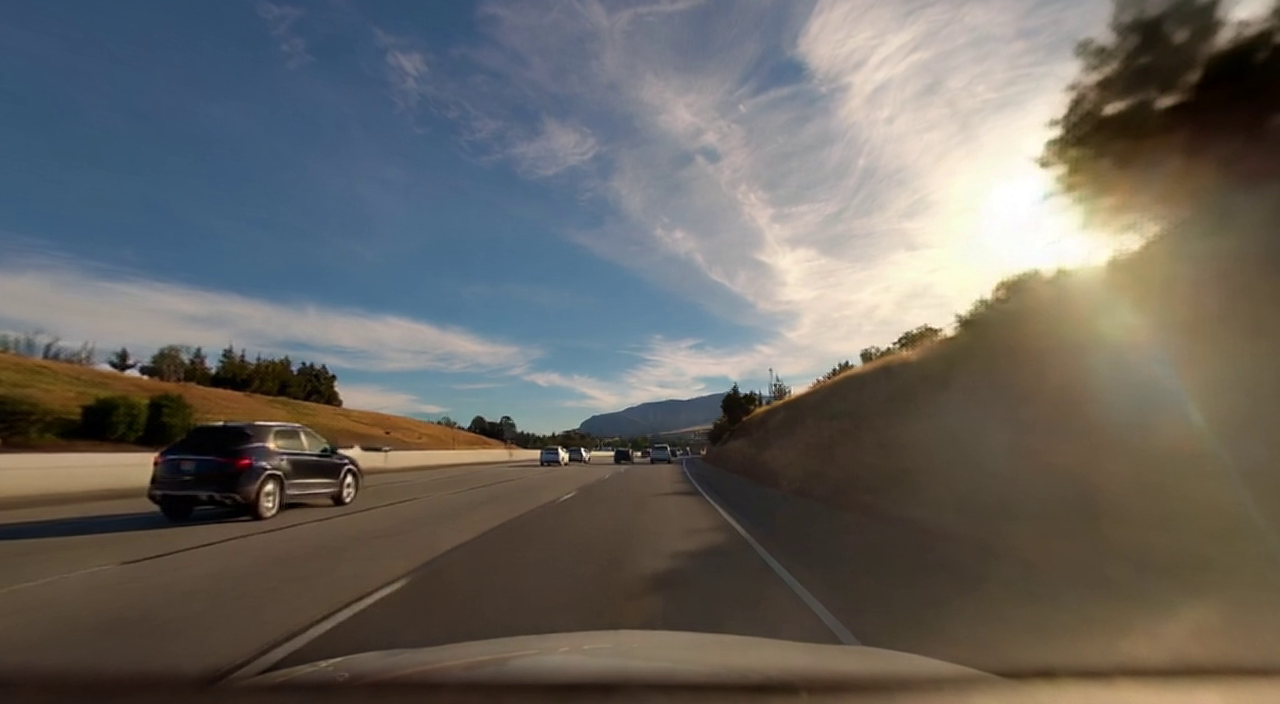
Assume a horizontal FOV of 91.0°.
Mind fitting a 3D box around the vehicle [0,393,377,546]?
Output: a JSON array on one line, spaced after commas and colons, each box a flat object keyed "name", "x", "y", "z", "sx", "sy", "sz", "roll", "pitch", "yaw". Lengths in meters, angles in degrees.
[{"name": "vehicle", "x": -7.079, "y": 1.935, "z": 10.987, "sx": 2.438, "sy": 1.967, "sz": 5.596, "roll": 0, "pitch": -9, "yaw": 1}]

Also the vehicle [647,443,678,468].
[{"name": "vehicle", "x": 1.683, "y": 7.442, "z": 45.574, "sx": 2.141, "sy": 1.706, "sz": 4.065, "roll": -1, "pitch": -9, "yaw": 3}]

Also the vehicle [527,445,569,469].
[{"name": "vehicle", "x": -6.169, "y": 7.087, "z": 42.808, "sx": 1.986, "sy": 1.534, "sz": 4.255, "roll": -1, "pitch": -9, "yaw": 4}]
